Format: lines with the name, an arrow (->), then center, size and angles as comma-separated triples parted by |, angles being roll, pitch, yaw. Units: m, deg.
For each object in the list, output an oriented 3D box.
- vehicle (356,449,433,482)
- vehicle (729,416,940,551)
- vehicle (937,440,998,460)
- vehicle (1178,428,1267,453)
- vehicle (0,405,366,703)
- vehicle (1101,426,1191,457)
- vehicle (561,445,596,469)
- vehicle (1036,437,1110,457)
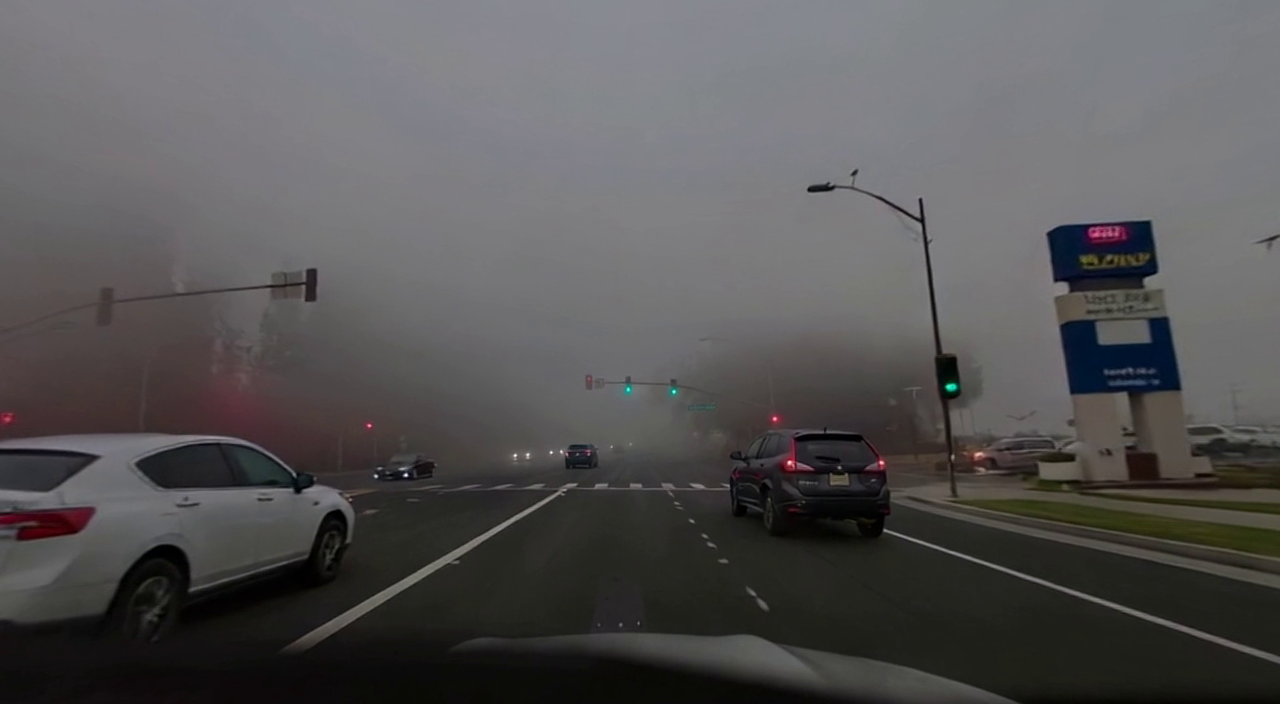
vehicle -> -12.428, 5.743, 32.347 | 1.991, 1.517, 4.760 | 0, -9, 0
vehicle -> 2.820, 2.021, 10.354 | 1.982, 1.711, 4.276 | 0, -9, -2
vehicle -> 25.847, 7.764, 49.940 | 4.068, 1.503, 1.844 | -5, -10, 27
vehicle -> 44.358, 6.758, 48.149 | 4.683, 1.798, 1.980 | 0, -9, 1
vehicle -> -4.203, 1.371, 5.286 | 2.063, 1.578, 3.915 | 0, -9, 0
vehicle -> 38.608, 6.812, 48.332 | 4.854, 1.957, 2.173 | -4, -8, 0
vehicle -> -4.043, 6.957, 42.150 | 2.034, 1.498, 3.995 | 0, -9, -1
vehicle -> 33.150, 7.303, 48.420 | 4.314, 1.459, 1.800 | -1, -9, 2
